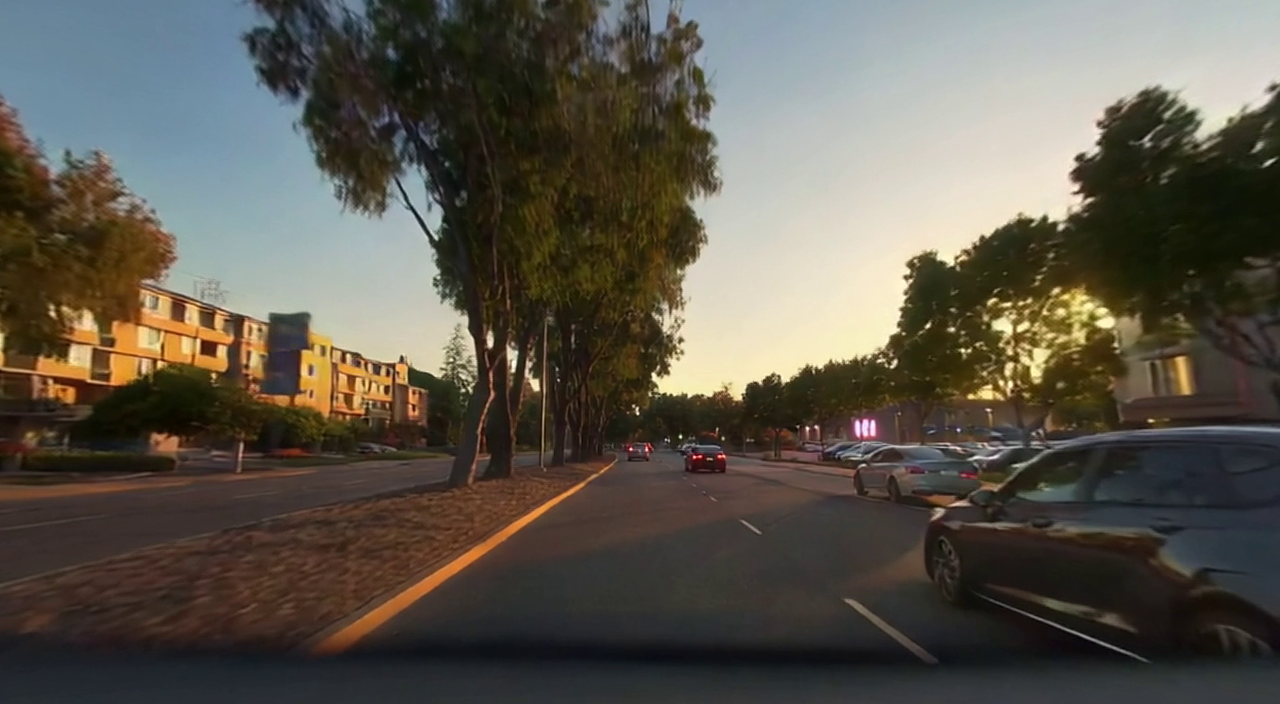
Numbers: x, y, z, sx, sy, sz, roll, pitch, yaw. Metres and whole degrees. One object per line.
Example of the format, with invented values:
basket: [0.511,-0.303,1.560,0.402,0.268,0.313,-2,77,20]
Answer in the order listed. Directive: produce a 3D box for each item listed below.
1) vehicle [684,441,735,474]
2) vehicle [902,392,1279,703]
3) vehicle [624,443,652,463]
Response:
vehicle: [3.433,5.328,32.108,1.953,1.514,4.672,0,-9,-2]
vehicle: [3.386,1.091,3.567,2.034,1.496,4.040,0,-9,-1]
vehicle: [-0.198,7.786,48.909,2.095,1.456,3.873,0,-9,-1]
